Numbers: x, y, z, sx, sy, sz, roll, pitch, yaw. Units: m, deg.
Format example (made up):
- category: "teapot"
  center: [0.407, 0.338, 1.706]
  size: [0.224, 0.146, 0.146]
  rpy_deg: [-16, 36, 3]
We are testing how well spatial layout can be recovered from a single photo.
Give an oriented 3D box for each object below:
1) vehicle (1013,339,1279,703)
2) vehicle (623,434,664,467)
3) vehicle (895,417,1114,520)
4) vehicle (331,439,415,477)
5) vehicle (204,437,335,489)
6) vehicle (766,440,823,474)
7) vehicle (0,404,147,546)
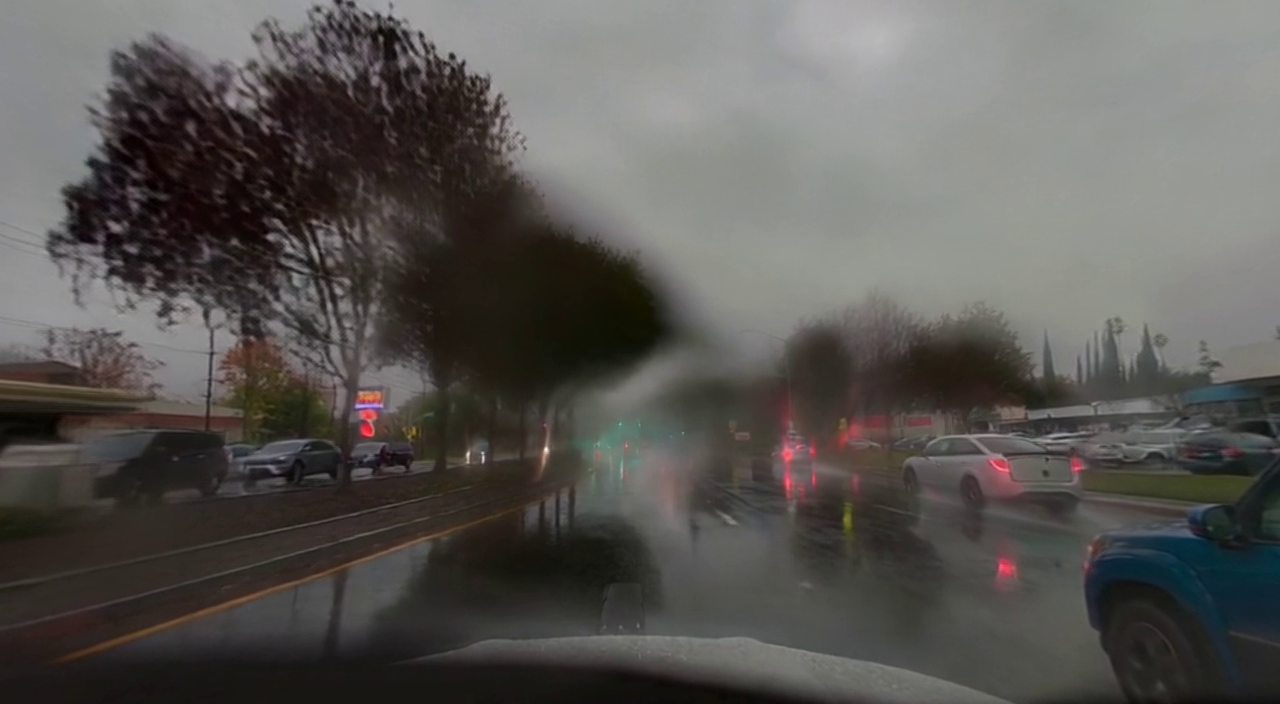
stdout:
- category: "vehicle"
  center: [3.499, 0.732, 1.885]
  size: [2.076, 1.716, 4.416]
  rpy_deg: [0, -9, 1]
- category: "vehicle"
  center: [0.179, 6.139, 39.396]
  size: [2.402, 1.938, 4.535]
  rpy_deg: [0, -8, 0]
- category: "vehicle"
  center: [7.251, 2.356, 13.252]
  size: [1.977, 1.786, 4.344]
  rpy_deg: [0, -9, 0]
- category: "vehicle"
  center: [-14.012, 5.564, 33.550]
  size: [2.159, 1.836, 5.038]
  rpy_deg: [0, -9, 1]
- category: "vehicle"
  center: [-14.359, 4.307, 24.912]
  size: [2.242, 1.836, 4.811]
  rpy_deg: [0, -8, -1]
- category: "vehicle"
  center: [7.423, 5.070, 30.787]
  size: [1.879, 1.517, 4.006]
  rpy_deg: [0, -9, 2]
- category: "vehicle"
  center: [-10.412, 1.582, 7.878]
  size: [2.909, 1.956, 6.908]
  rpy_deg: [0, -8, 1]
